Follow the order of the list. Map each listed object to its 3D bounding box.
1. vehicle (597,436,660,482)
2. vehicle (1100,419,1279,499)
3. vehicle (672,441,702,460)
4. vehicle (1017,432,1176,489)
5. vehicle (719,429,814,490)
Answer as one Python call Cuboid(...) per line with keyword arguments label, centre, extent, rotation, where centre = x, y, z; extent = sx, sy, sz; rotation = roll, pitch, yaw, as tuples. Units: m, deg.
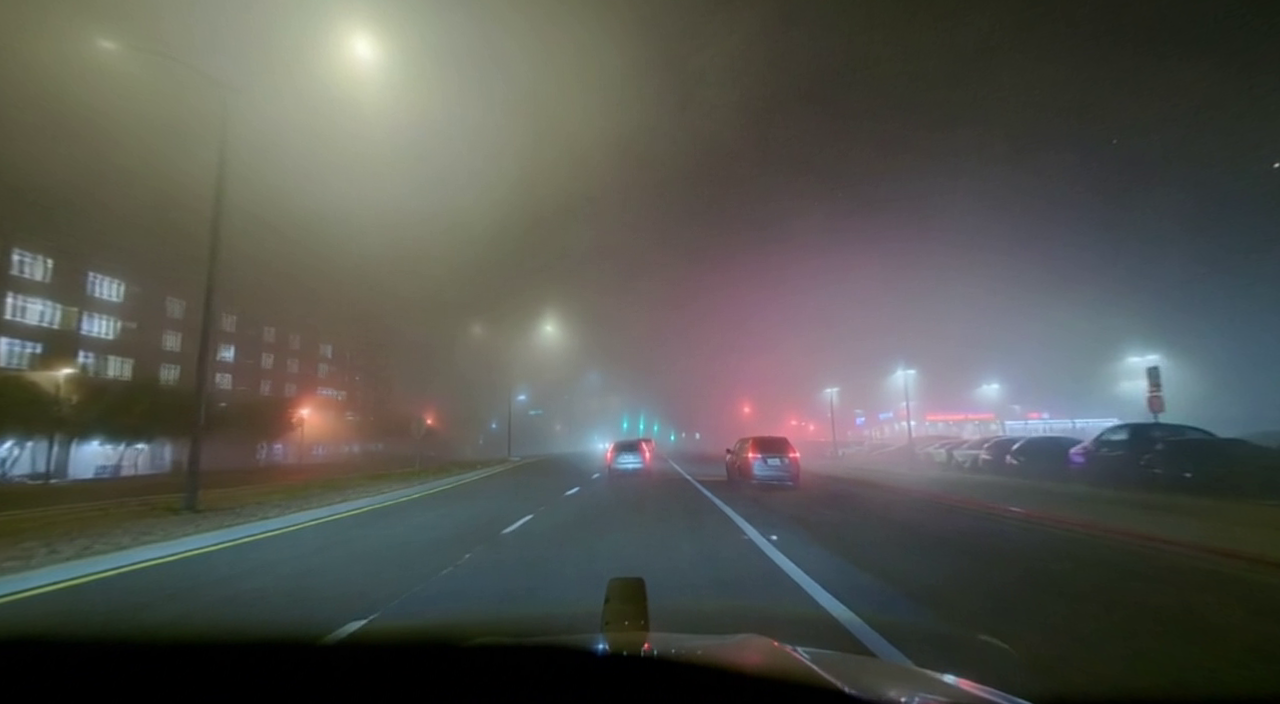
Cuboid(label="vehicle", centre=(-0.382, 3.814, 22.779), extent=(2.059, 1.477, 3.988), rotation=(0, -8, 0))
Cuboid(label="vehicle", centre=(13.875, 2.628, 15.806), extent=(4.367, 1.748, 2.007), rotation=(4, -10, -29))
Cuboid(label="vehicle", centre=(3.672, 7.779, 49.939), extent=(2.012, 1.462, 4.400), rotation=(0, -8, 0))
Cuboid(label="vehicle", centre=(13.492, 3.147, 18.614), extent=(4.312, 1.485, 1.995), rotation=(4, -9, -28))
Cuboid(label="vehicle", centre=(3.771, 3.282, 19.603), extent=(2.007, 1.683, 4.171), rotation=(0, -8, -1))
